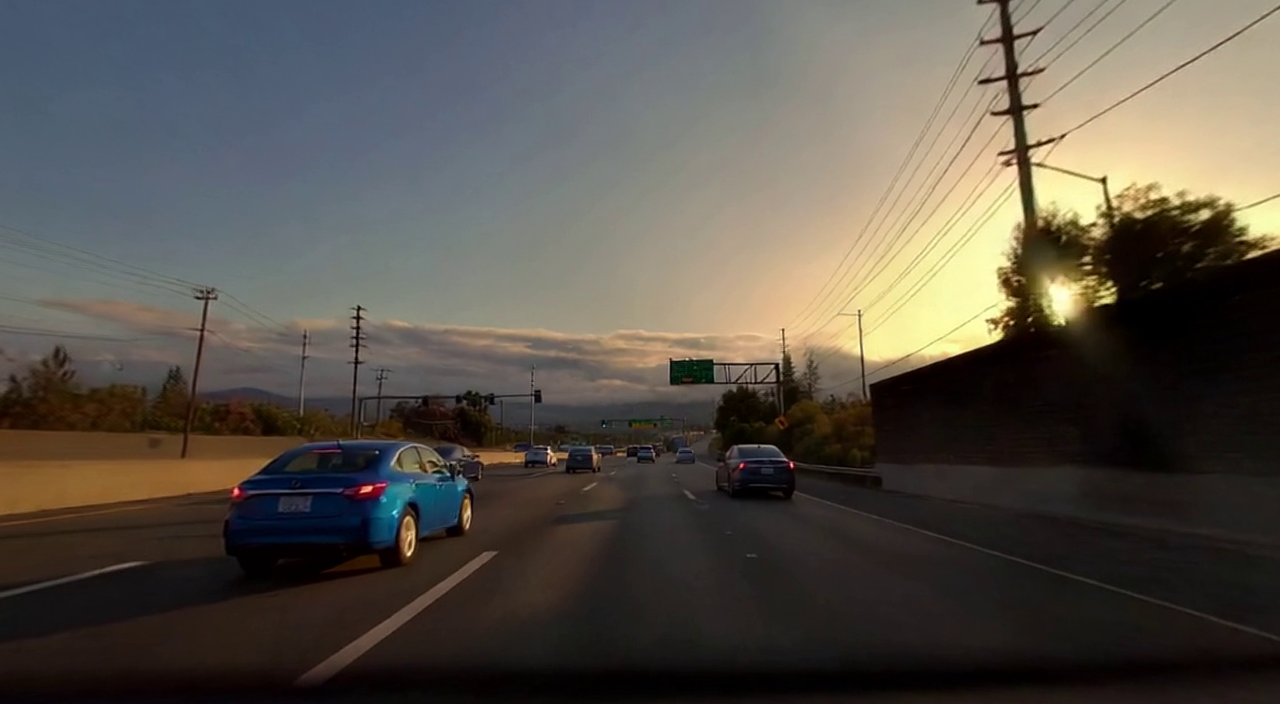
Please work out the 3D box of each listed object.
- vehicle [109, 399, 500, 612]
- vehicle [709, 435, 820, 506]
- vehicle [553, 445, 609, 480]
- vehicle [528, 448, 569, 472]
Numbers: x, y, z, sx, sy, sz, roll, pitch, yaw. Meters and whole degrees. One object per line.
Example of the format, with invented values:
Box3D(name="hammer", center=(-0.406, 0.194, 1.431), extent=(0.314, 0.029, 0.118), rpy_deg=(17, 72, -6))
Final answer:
Box3D(name="vehicle", center=(-3.199, 1.559, 7.339), extent=(2.104, 1.707, 4.338), rpy_deg=(0, -8, 1))
Box3D(name="vehicle", center=(3.222, 3.167, 17.348), extent=(2.100, 1.659, 4.387), rpy_deg=(0, -8, -1))
Box3D(name="vehicle", center=(-2.717, 5.184, 29.997), extent=(2.066, 1.488, 4.377), rpy_deg=(0, -8, 2))
Box3D(name="vehicle", center=(-6.078, 7.229, 42.467), extent=(1.877, 1.474, 4.475), rpy_deg=(0, -8, 2))
